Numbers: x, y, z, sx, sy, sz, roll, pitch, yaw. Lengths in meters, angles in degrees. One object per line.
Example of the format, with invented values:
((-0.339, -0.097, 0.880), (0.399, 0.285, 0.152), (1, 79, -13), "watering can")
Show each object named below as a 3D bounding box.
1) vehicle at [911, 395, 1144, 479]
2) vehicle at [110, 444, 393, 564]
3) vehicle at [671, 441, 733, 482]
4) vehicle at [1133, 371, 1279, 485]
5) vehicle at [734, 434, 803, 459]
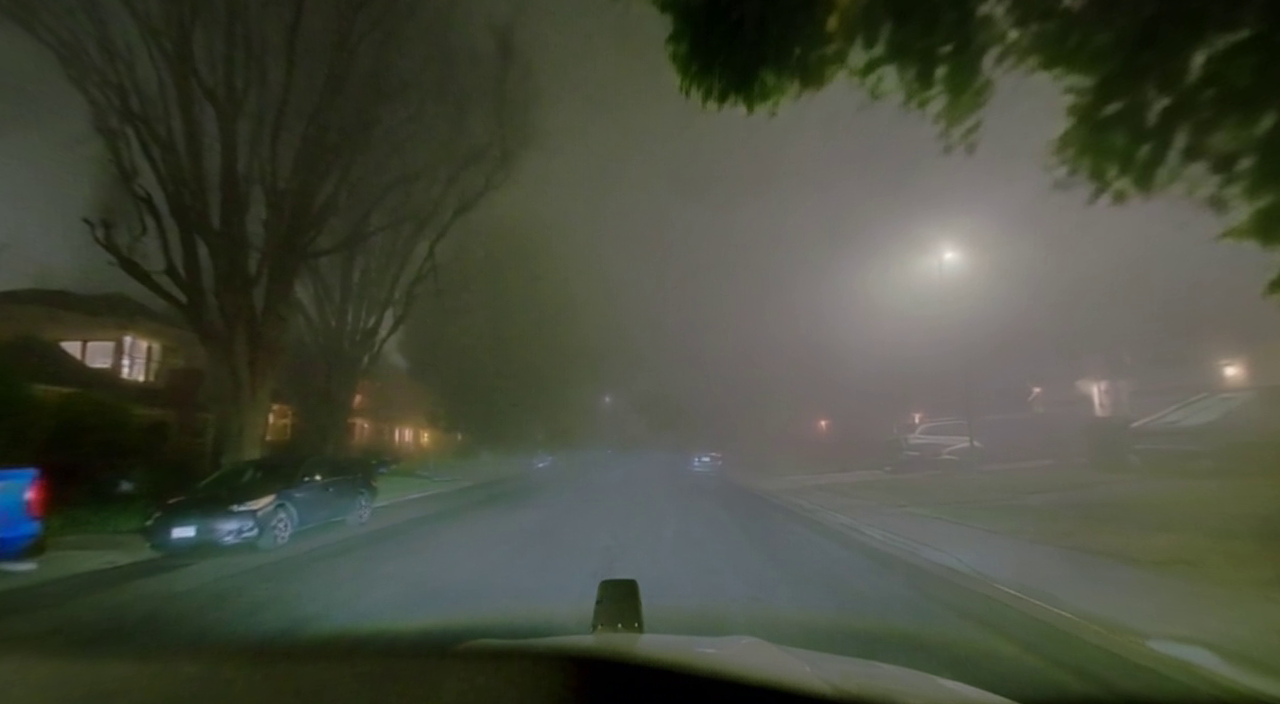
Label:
((10.841, 2.429, 17.958), (5.097, 1.824, 2.113), (-5, -9, 0), "vehicle")
((-6.233, 2.428, 10.966), (1.995, 1.608, 4.596), (0, -9, 0), "vehicle")
((2.389, 4.345, 25.361), (2.006, 1.494, 4.211), (0, -9, -1), "vehicle")
((13.835, 1.527, 12.475), (5.834, 2.019, 2.540), (0, -9, 2), "vehicle")
((9.604, 7.104, 47.271), (4.710, 1.512, 1.894), (-3, -9, 1), "vehicle")
